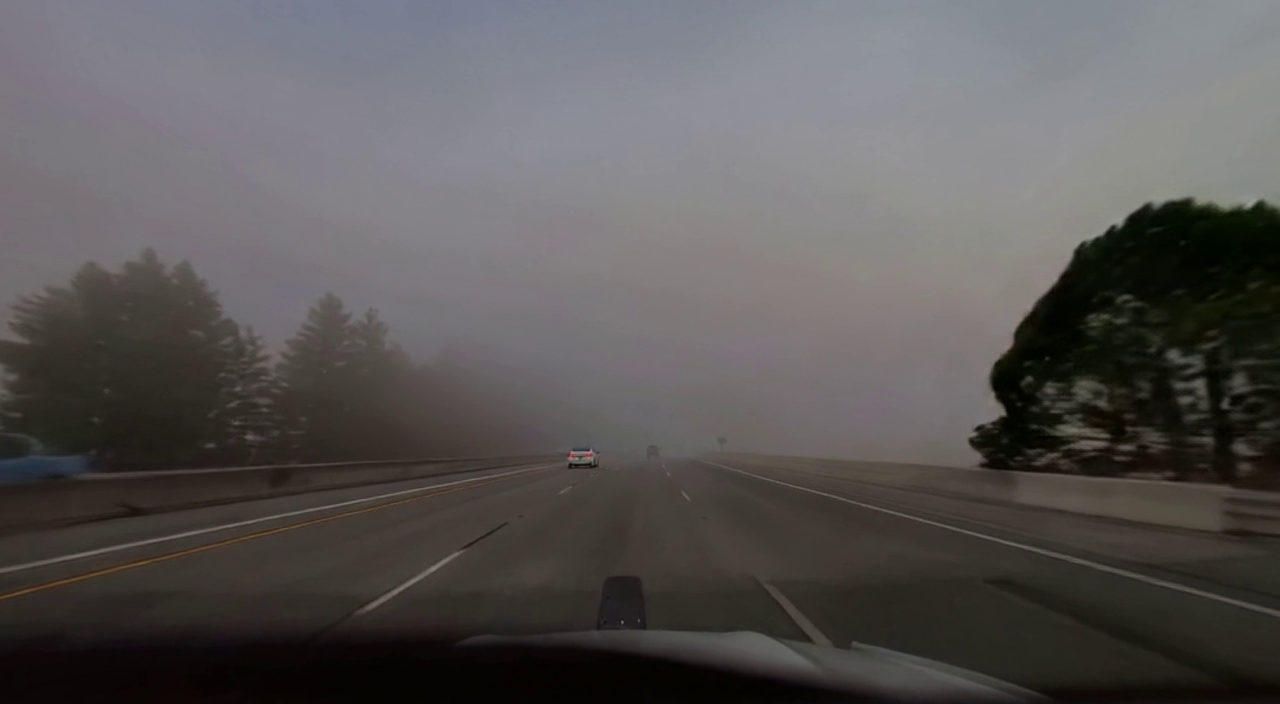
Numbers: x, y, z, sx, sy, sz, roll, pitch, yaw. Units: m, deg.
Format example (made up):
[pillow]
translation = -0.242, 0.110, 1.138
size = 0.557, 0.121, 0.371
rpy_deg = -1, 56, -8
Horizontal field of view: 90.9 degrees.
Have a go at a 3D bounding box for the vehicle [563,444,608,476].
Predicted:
[vehicle]
translation = -2.886, 5.819, 34.195
size = 1.959, 1.571, 4.313
rpy_deg = -1, -9, 1
